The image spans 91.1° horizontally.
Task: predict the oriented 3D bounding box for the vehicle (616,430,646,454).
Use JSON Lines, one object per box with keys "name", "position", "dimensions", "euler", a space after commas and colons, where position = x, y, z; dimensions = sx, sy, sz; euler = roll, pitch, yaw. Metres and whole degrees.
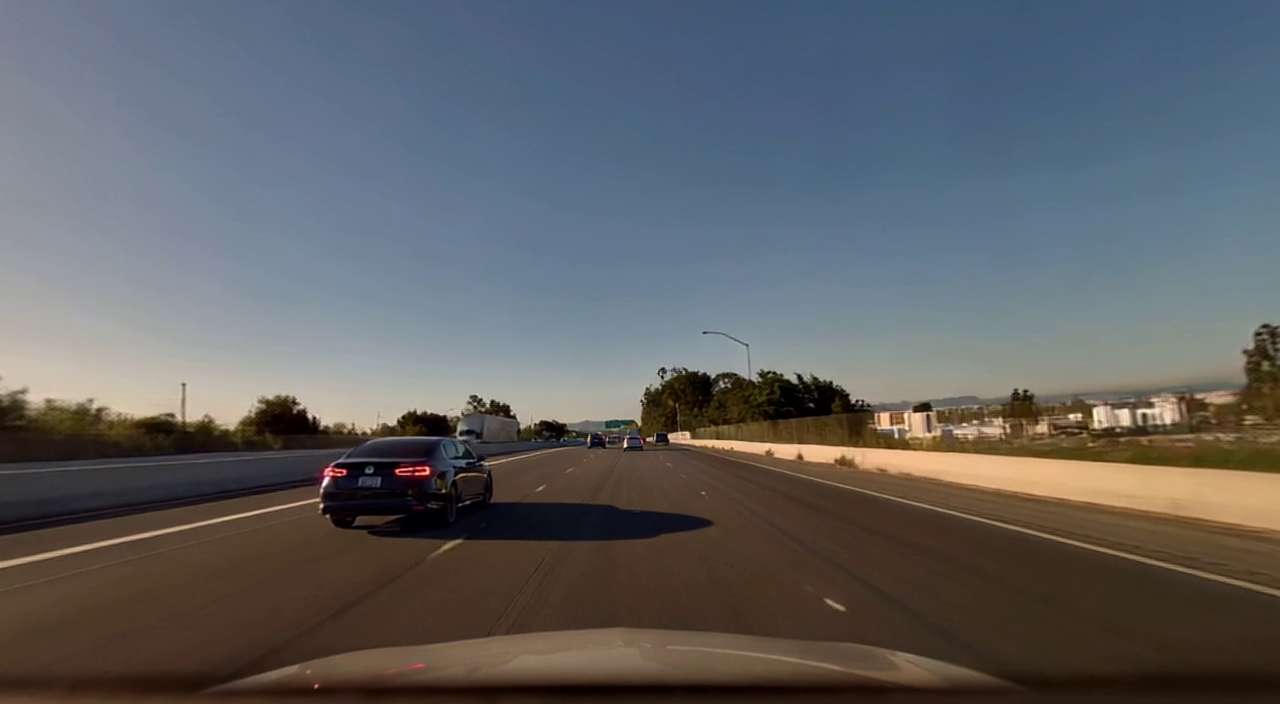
{"name": "vehicle", "position": [-0.682, 6.370, 44.650], "dimensions": [1.984, 1.586, 3.866], "euler": [0, -8, -2]}
